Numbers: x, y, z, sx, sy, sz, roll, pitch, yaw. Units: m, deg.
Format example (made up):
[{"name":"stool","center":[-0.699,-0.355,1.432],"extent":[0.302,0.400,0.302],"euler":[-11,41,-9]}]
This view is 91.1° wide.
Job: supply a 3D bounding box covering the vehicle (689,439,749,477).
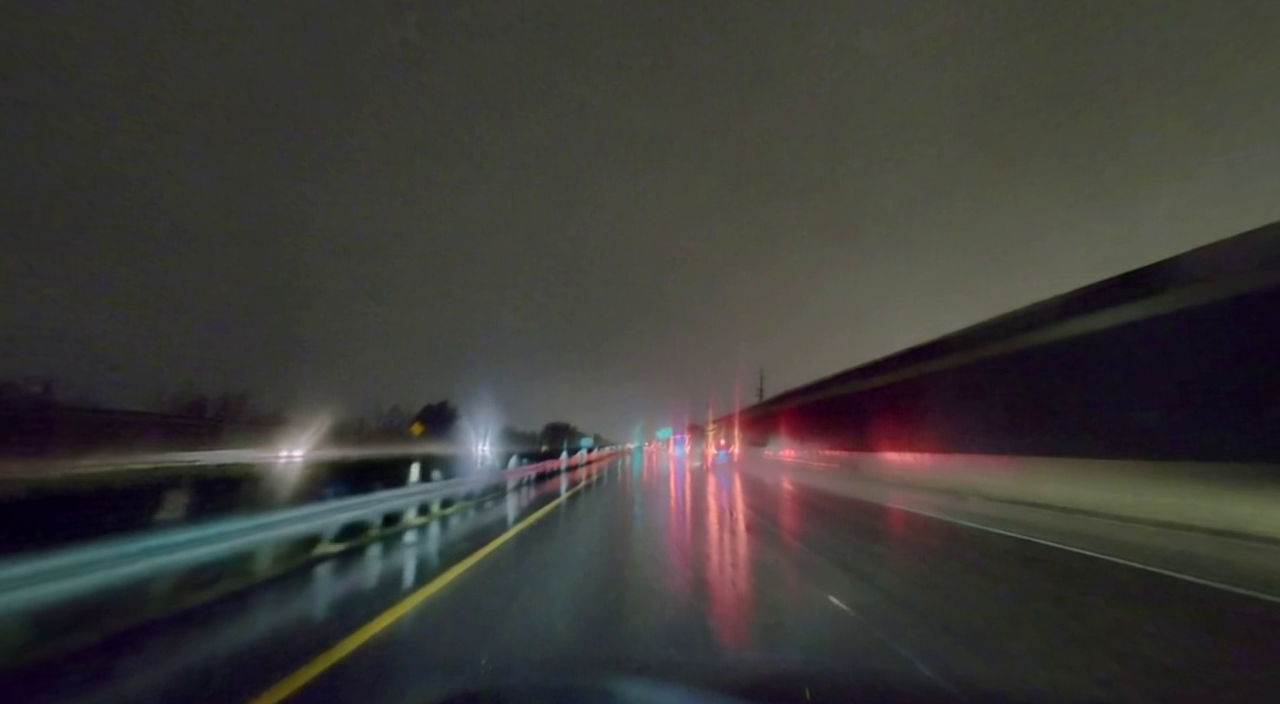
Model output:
[{"name":"vehicle","center":[3.429,4.721,28.144],"extent":[2.044,1.527,4.658],"euler":[0,-8,-1]}]
